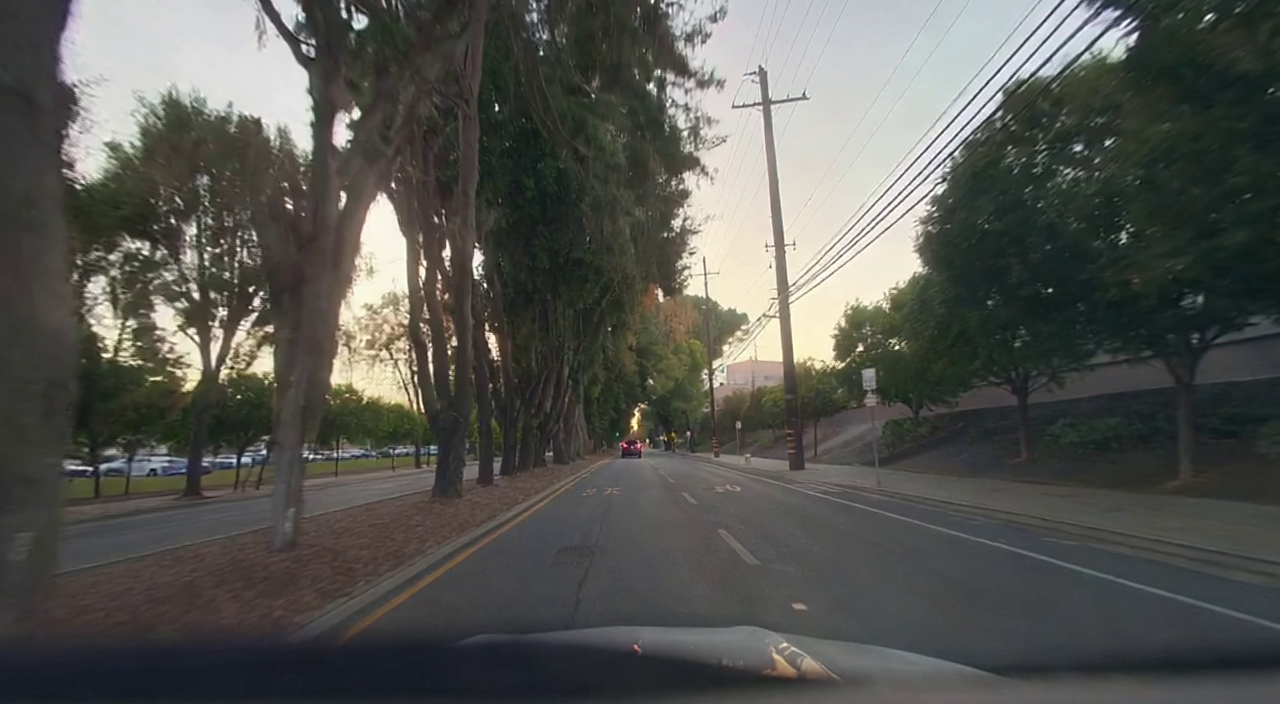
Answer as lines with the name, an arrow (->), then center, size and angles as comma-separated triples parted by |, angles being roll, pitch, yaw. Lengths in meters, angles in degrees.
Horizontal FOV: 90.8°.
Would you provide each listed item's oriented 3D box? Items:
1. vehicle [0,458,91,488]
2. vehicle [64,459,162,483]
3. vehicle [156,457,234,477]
vehicle -> -33.945, 6.786, 35.550 | 4.280, 1.535, 1.888 | -1, -9, 0
vehicle -> -33.939, 7.686, 40.783 | 4.581, 1.402, 1.921 | 0, -8, -1
vehicle -> -34.252, 8.845, 48.739 | 4.499, 1.448, 1.915 | 0, -8, -3
